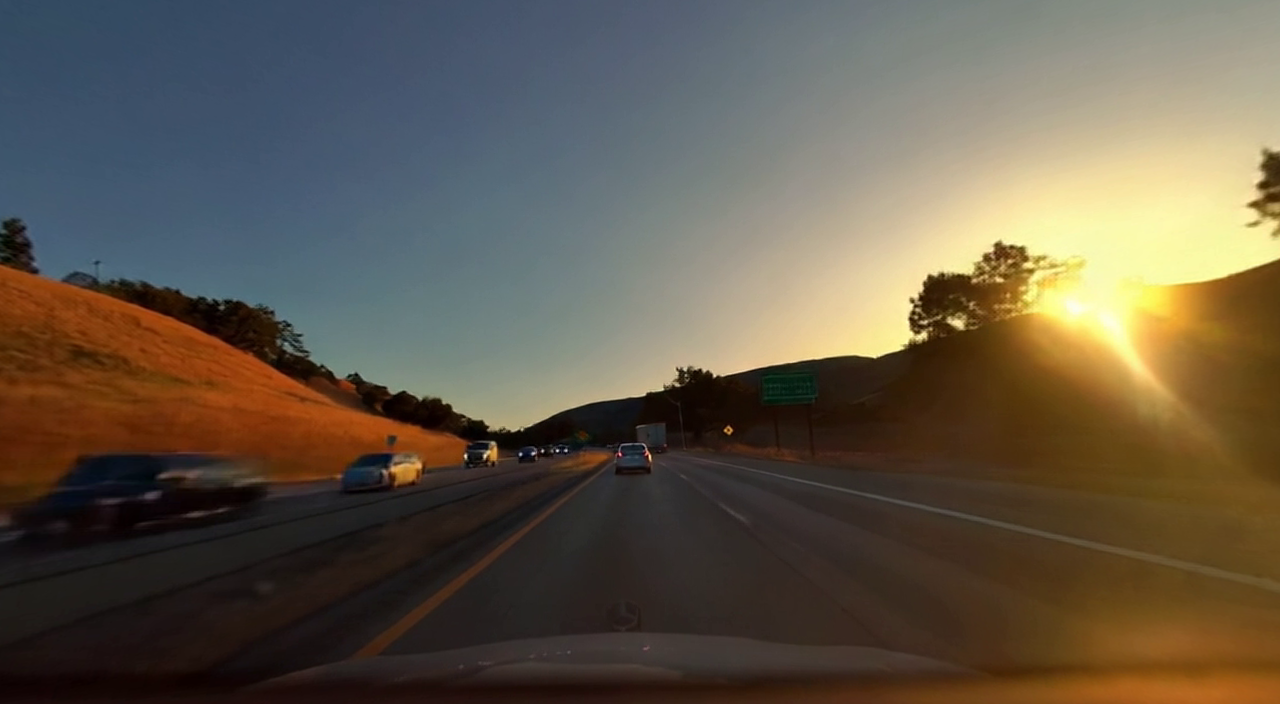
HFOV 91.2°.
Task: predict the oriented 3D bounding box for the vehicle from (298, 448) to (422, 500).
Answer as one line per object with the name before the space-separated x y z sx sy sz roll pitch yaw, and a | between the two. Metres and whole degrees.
vehicle | -9.005 3.923 20.639 2.005 1.493 4.505 -1 -9 0

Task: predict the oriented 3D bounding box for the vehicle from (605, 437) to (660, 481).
vehicle | -0.299 4.114 24.257 1.971 1.518 4.108 0 -9 -1

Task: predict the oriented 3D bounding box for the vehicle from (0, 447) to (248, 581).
vehicle | -8.003 2.163 9.208 1.908 1.499 4.040 0 -9 -1
